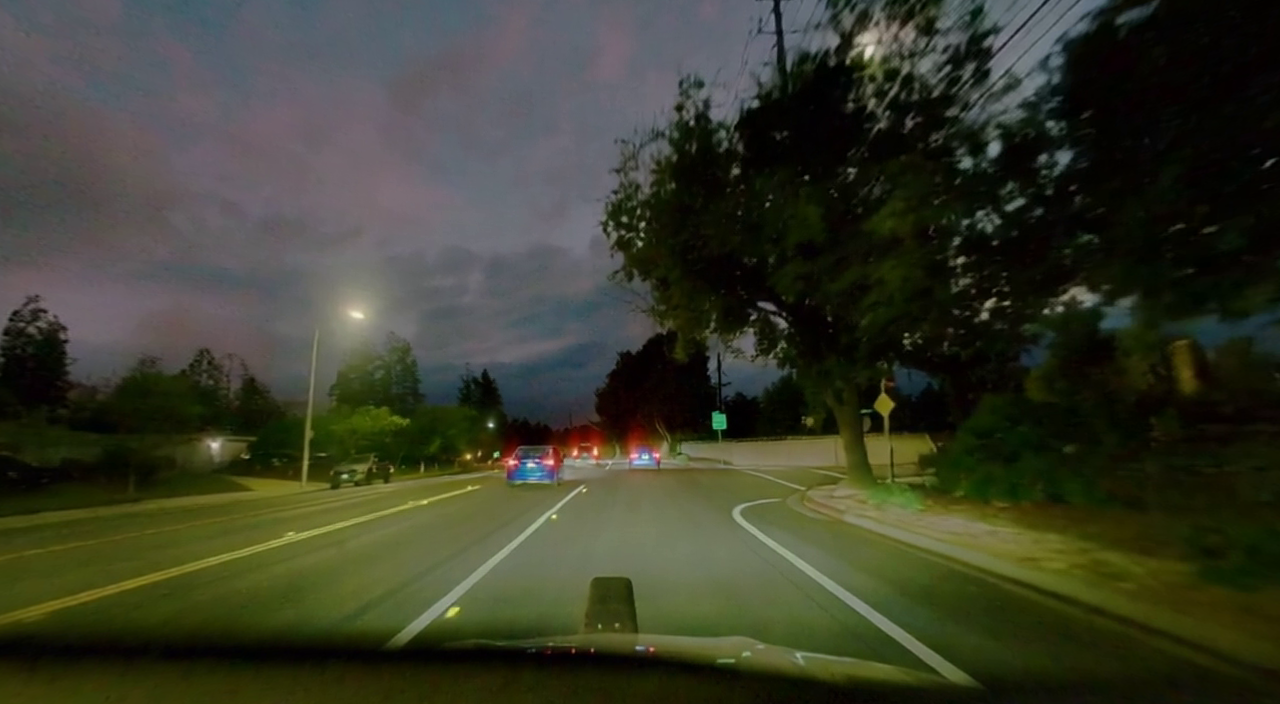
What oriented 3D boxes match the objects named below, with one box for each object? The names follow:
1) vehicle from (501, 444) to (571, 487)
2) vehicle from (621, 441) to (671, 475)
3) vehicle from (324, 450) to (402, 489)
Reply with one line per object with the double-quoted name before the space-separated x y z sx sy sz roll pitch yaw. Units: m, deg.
"vehicle" -3.732 4.156 23.486 1.913 1.425 4.235 0 -8 -1
"vehicle" 0.199 4.986 29.973 2.168 1.504 4.284 0 -8 -2
"vehicle" -14.352 6.080 33.094 2.083 1.817 4.532 0 -8 -1
